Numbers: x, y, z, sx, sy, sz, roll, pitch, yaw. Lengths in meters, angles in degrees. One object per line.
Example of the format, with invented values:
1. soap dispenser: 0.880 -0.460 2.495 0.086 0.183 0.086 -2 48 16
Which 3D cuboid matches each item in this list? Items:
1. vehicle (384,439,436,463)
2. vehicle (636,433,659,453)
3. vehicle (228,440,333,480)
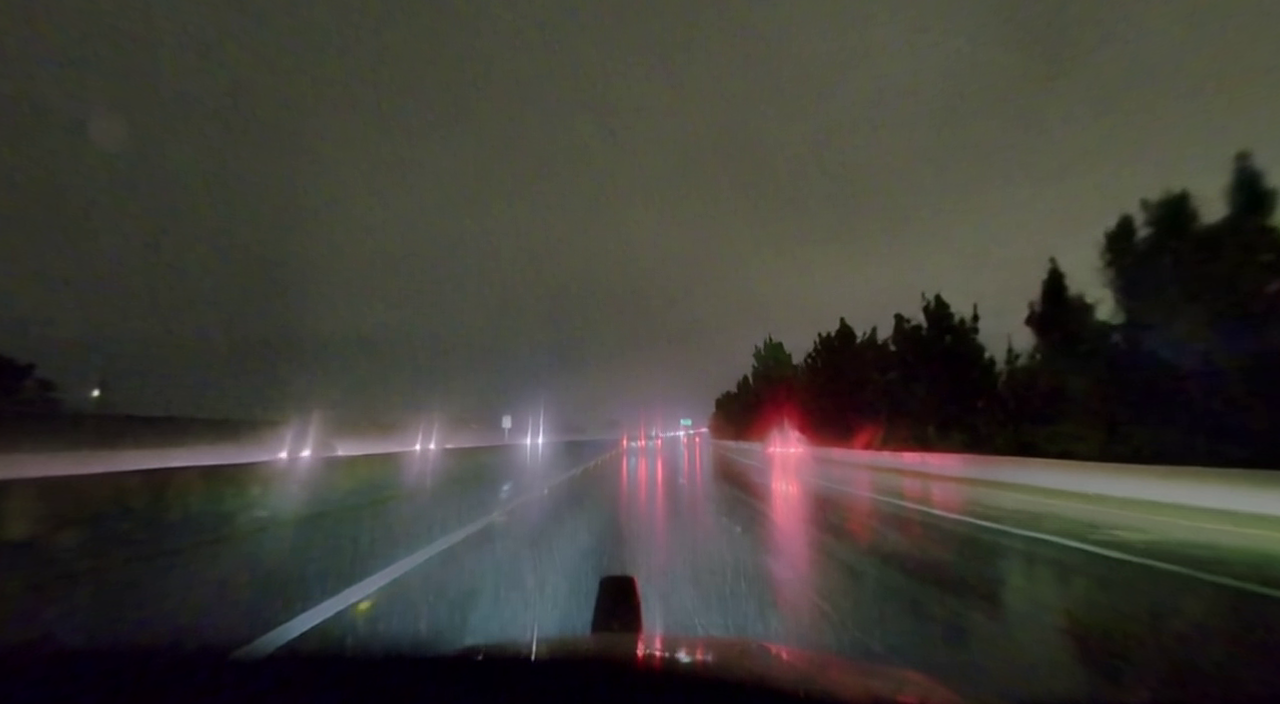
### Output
1. vehicle: -14.936 6.434 41.051 1.833 1.448 4.087 0 -8 0
2. vehicle: 0.582 7.173 49.650 1.771 1.480 3.781 0 -8 0
3. vehicle: -15.409 4.616 27.261 1.963 1.491 4.329 -1 -8 1
